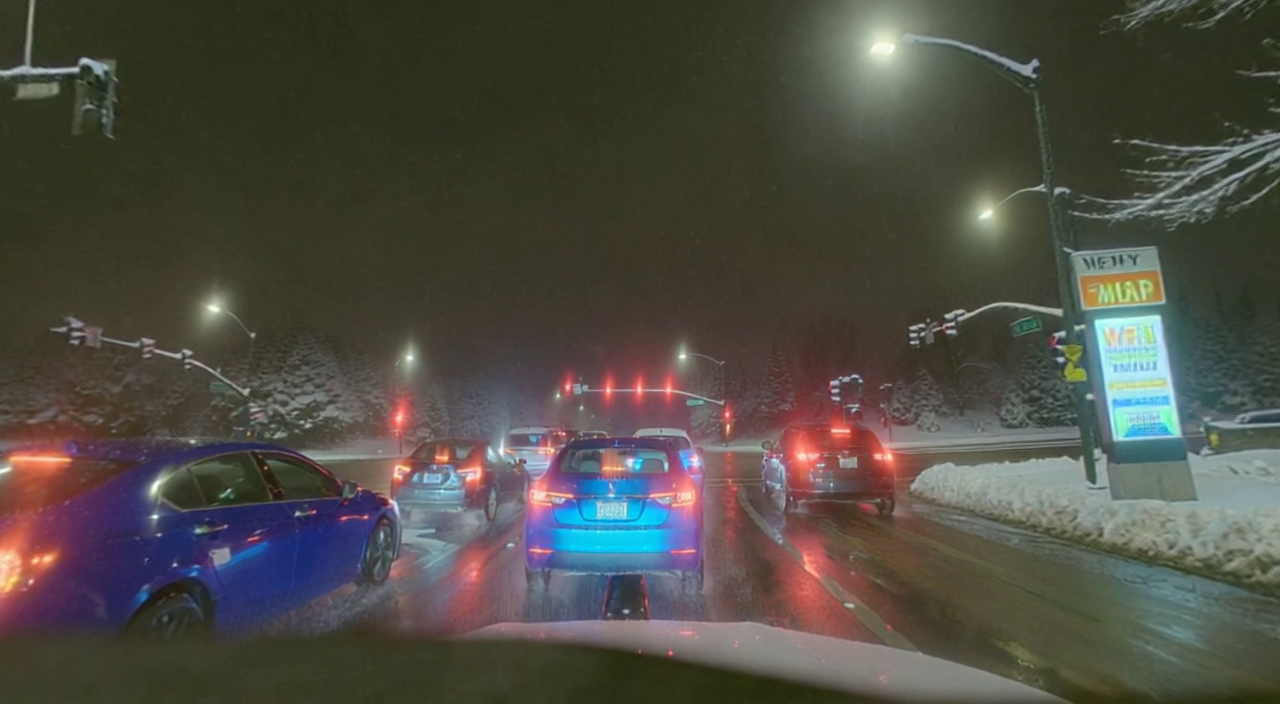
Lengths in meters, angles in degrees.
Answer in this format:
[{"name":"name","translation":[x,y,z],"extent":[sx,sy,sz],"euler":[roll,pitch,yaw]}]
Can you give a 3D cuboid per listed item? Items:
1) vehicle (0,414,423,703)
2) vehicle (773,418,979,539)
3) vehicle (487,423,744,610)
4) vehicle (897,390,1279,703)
[{"name":"vehicle","translation":[-3.410,1.300,4.726],"extent":[1.980,1.454,4.226],"euler":[0,-8,1]},{"name":"vehicle","translation":[3.768,2.093,11.013],"extent":[2.007,1.683,4.171],"euler":[0,-8,1]},{"name":"vehicle","translation":[-0.186,1.622,7.130],"extent":[2.059,1.477,3.988],"euler":[0,-8,0]},{"name":"vehicle","translation":[3.435,1.104,3.768],"extent":[1.981,1.499,4.536],"euler":[0,-8,2]}]
